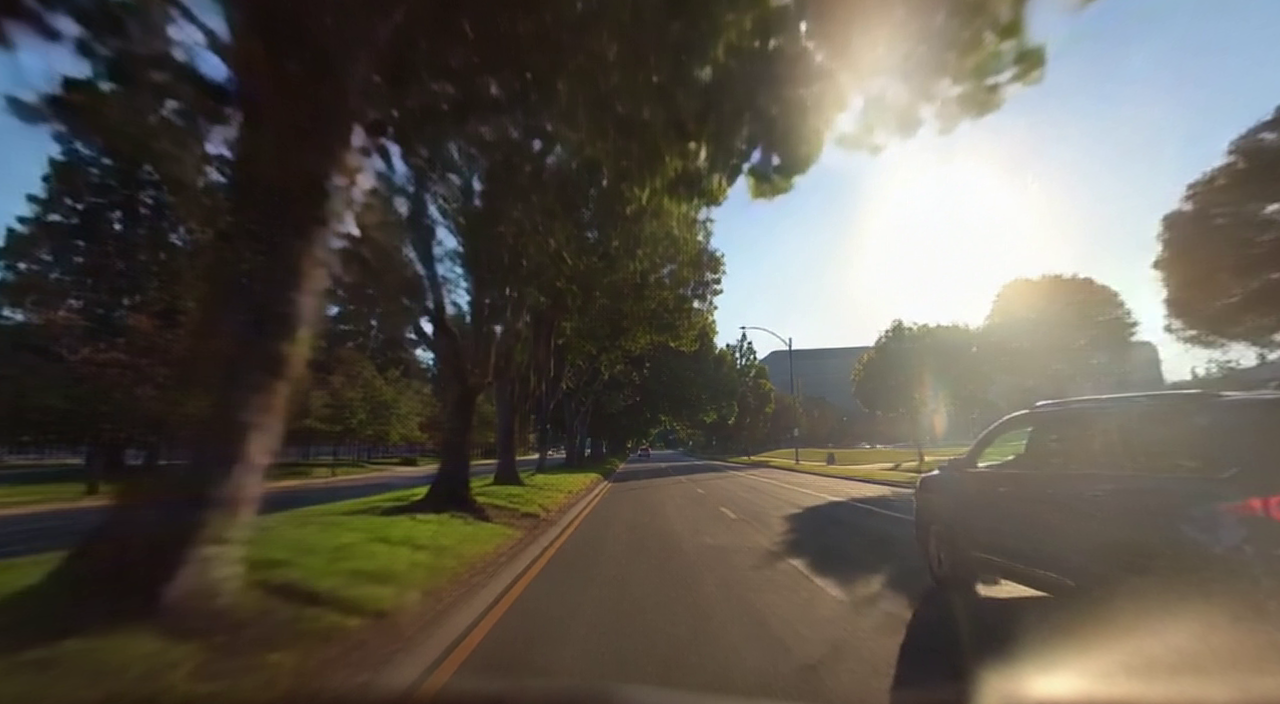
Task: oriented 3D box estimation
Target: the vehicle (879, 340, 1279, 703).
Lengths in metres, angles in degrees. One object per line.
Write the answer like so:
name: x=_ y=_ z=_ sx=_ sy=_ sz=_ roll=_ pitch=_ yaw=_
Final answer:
vehicle: x=3.632 y=1.081 z=4.171 sx=2.087 sy=1.759 sz=5.040 roll=0 pitch=-8 yaw=0
